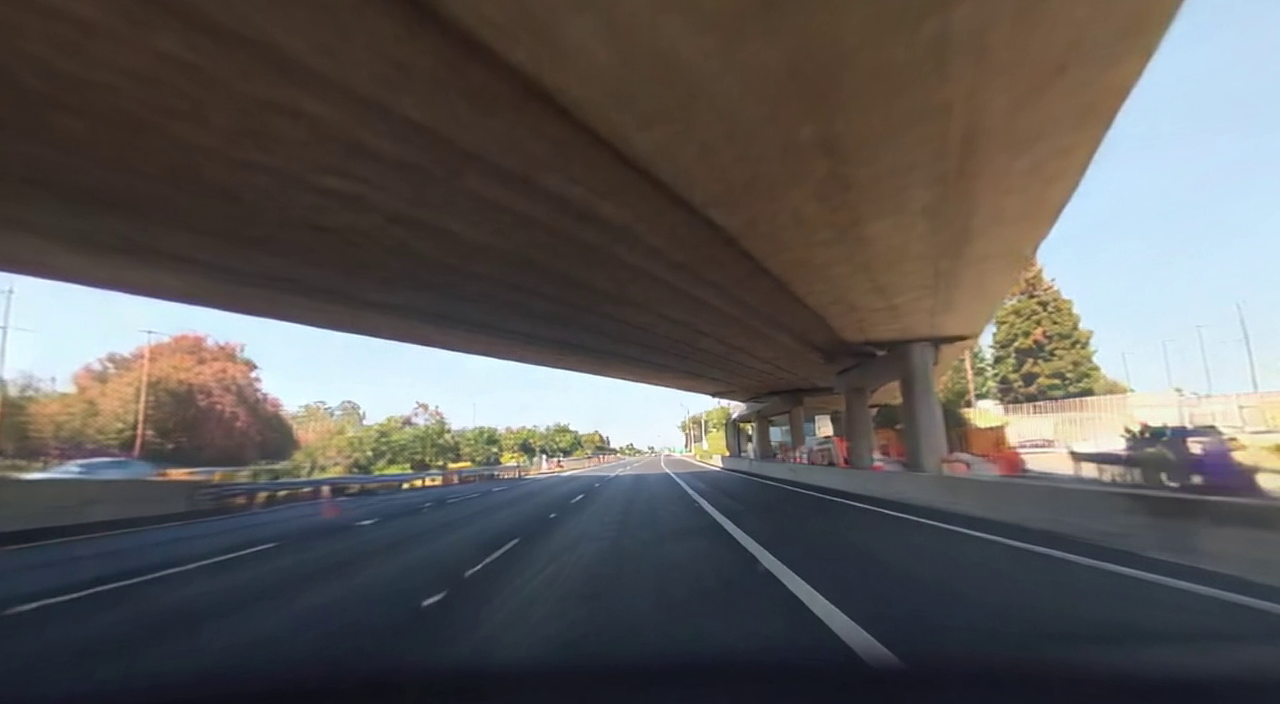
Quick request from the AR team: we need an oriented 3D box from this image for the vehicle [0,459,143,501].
[{"bbox_3d":[-27.817,6.214,31.045,2.061,1.747,5.452,0,-9,1],"label":"vehicle"}]
